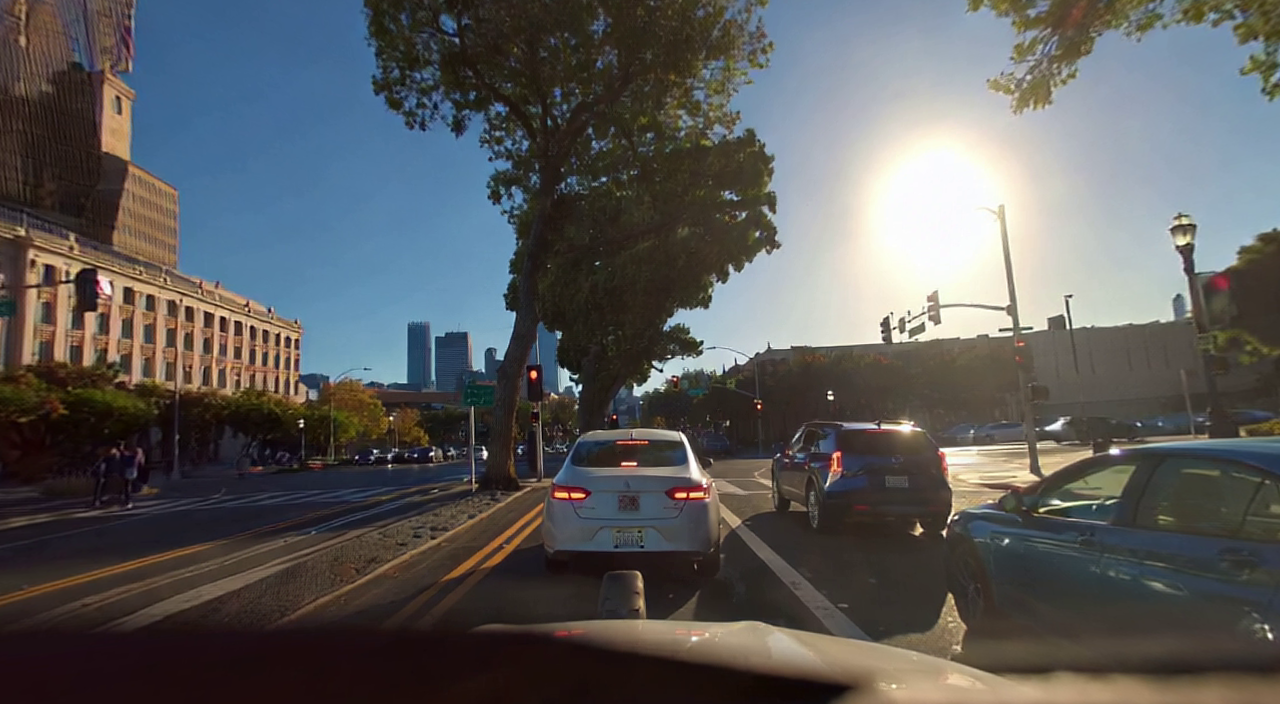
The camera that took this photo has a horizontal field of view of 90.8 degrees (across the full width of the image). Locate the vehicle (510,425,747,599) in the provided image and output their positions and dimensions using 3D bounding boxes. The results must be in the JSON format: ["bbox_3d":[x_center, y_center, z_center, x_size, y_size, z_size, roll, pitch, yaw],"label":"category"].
[{"bbox_3d":[-0.107,1.706,7.552,2.096,1.521,3.747,0,-8,0],"label":"vehicle"}]

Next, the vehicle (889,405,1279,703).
[{"bbox_3d":[3.380,1.173,3.990,1.833,1.465,4.258,0,-8,-1],"label":"vehicle"}]

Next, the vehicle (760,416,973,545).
[{"bbox_3d":[3.517,2.087,10.945,1.978,1.738,4.599,0,-8,0],"label":"vehicle"}]
